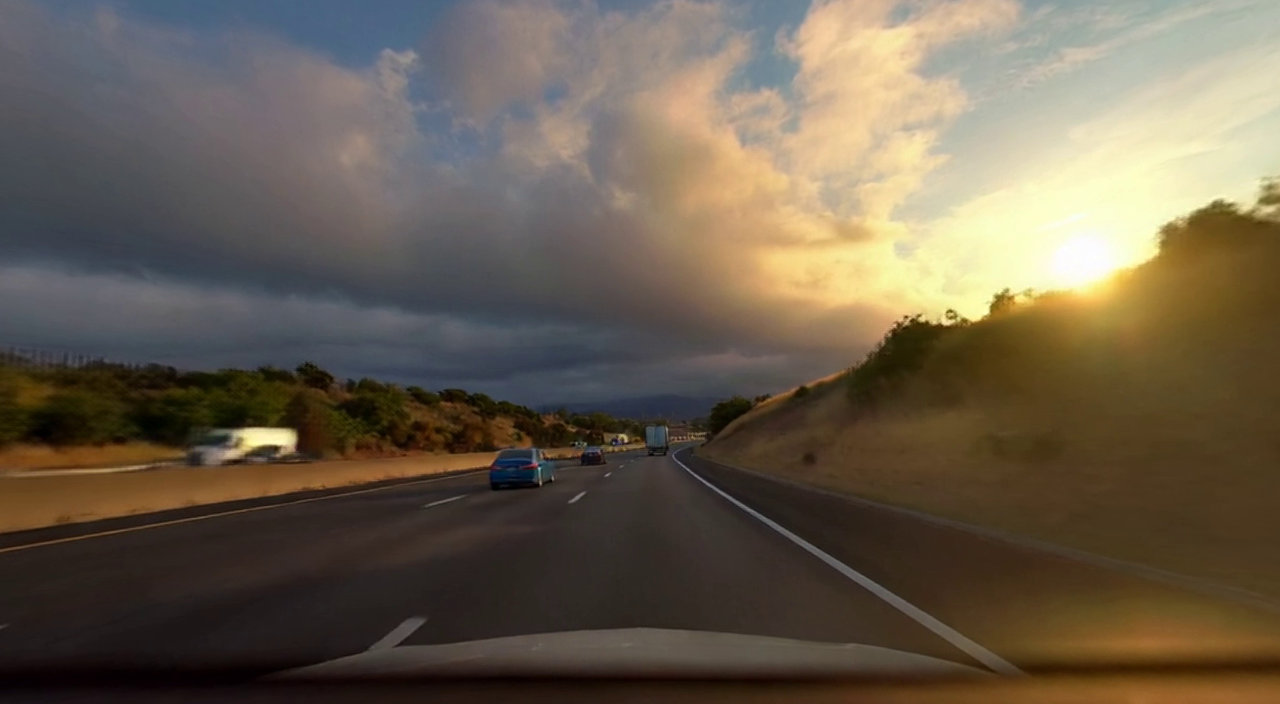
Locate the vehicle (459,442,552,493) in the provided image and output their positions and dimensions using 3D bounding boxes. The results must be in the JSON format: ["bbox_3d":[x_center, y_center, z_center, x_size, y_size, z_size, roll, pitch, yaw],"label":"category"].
[{"bbox_3d":[-4.263,3.729,20.711,2.078,1.469,4.371,0,-9,0],"label":"vehicle"}]

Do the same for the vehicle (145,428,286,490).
[{"bbox_3d":[-18.596,4.723,28.110,2.374,2.487,5.476,0,-9,1],"label":"vehicle"}]

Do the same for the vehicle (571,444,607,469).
[{"bbox_3d":[-3.251,6.737,40.770,1.943,1.460,3.961,0,-9,1],"label":"vehicle"}]
